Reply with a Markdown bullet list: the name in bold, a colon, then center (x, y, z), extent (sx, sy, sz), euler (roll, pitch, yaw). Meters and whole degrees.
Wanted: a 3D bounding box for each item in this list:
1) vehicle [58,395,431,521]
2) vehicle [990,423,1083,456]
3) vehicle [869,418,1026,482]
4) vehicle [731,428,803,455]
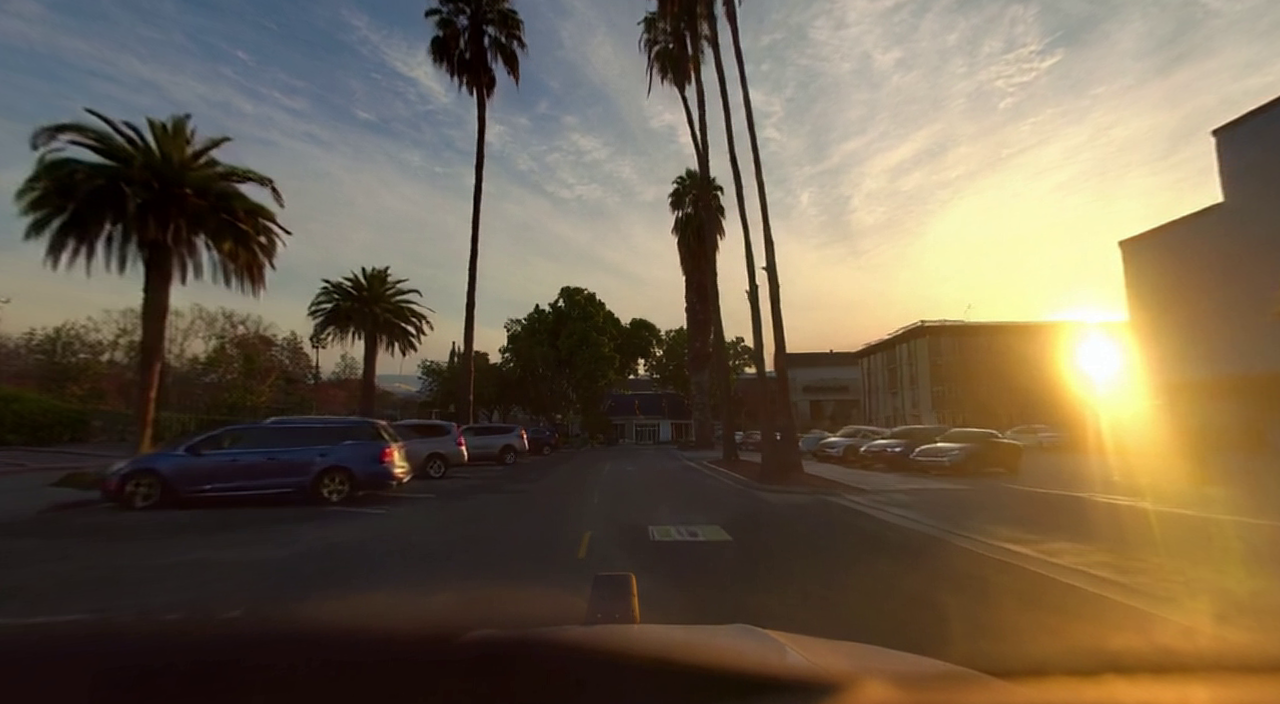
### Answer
- **vehicle**: center (-6.810, 1.899, 11.624), extent (5.210, 1.834, 2.281), euler (5, -10, -29)
- **vehicle**: center (21.530, 4.800, 34.507), extent (4.120, 1.659, 1.894), euler (-5, -10, 29)
- **vehicle**: center (9.597, 3.037, 19.670), extent (4.509, 1.759, 2.077), euler (5, -10, -29)
- **vehicle**: center (9.011, 6.417, 44.828), extent (4.758, 1.759, 2.068), euler (5, -11, -27)
